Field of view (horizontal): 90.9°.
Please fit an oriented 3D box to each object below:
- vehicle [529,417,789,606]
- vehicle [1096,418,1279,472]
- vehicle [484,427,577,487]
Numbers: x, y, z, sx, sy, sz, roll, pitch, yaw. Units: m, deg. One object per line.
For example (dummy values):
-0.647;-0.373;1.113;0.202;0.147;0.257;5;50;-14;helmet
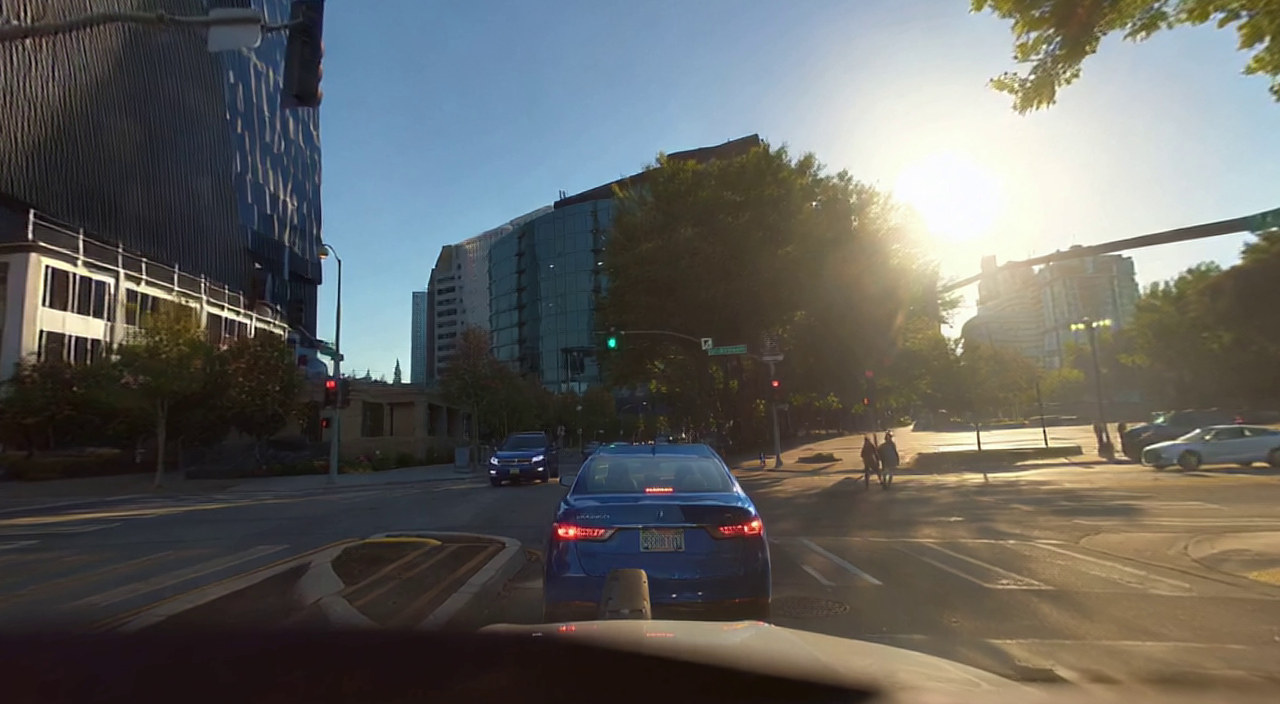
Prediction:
-0.135;1.644;7.491;1.893;1.532;4.145;2;-9;-16;vehicle
19.174;3.268;22.216;4.675;1.772;1.945;0;-8;-1;vehicle
-3.838;3.821;23.250;2.317;1.924;5.518;0;-8;1;vehicle
